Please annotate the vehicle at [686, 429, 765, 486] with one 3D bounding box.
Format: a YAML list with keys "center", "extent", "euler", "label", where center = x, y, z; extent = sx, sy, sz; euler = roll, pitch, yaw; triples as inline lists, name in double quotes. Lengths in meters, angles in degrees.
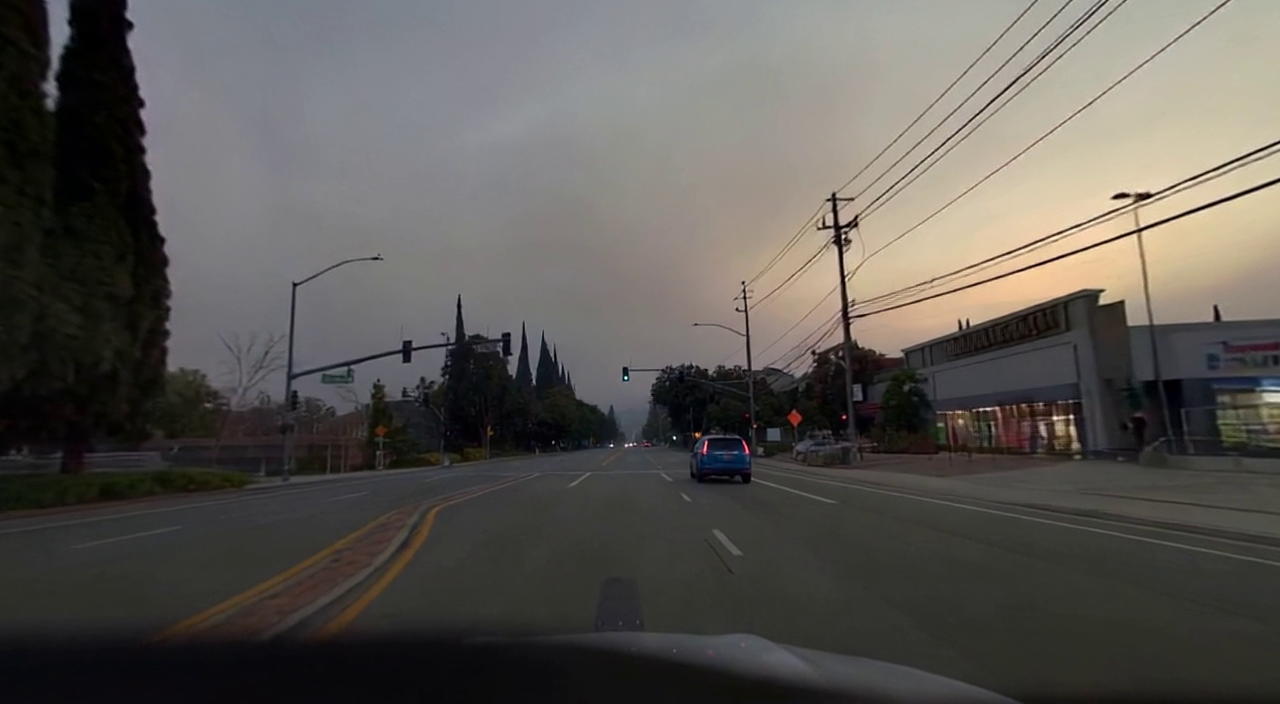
- center: [2.925, 3.757, 22.751]
  extent: [2.060, 1.820, 4.713]
  euler: [0, -9, -2]
  label: "vehicle"
